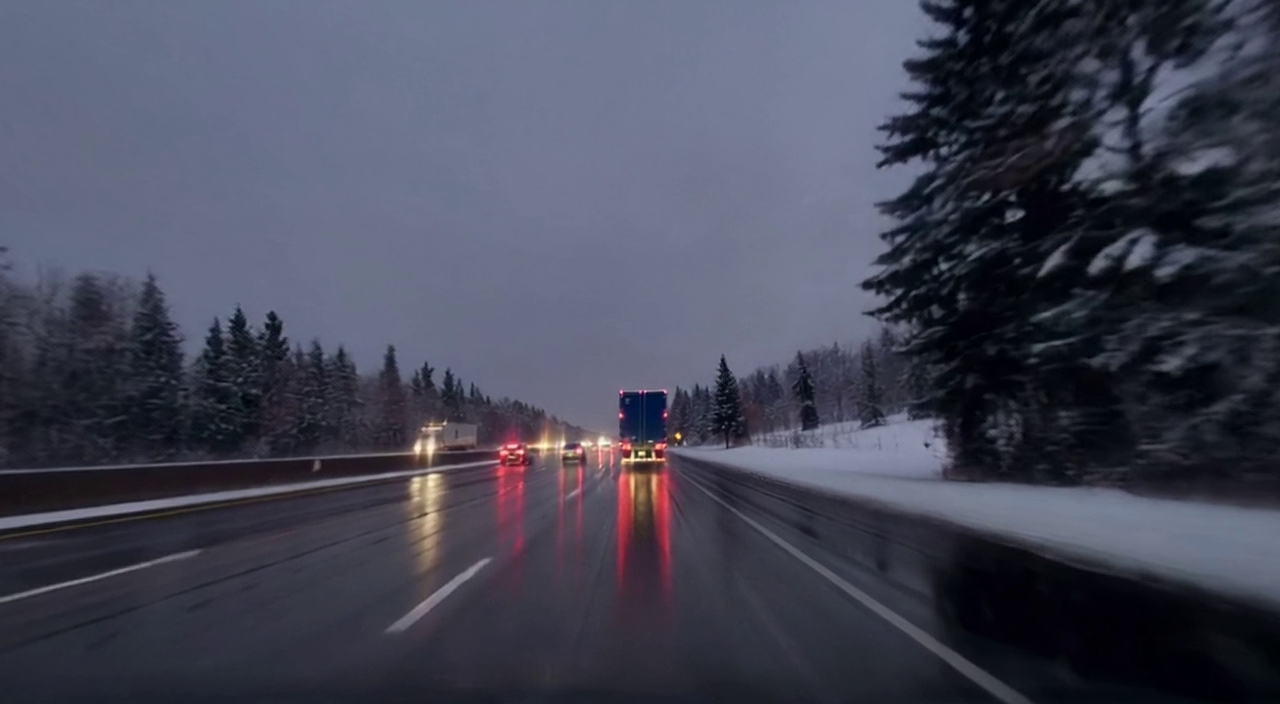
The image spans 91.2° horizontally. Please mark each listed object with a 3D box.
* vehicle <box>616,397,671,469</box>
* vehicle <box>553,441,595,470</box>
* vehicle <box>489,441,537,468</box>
[{"bbox_3d":[0.168,5.498,41.387,3.123,4.094,10.812,0,-9,0],"label":"vehicle"},{"bbox_3d":[-3.722,5.932,36.083,2.006,1.572,4.082,0,-9,0],"label":"vehicle"},{"bbox_3d":[-7.781,6.347,38.909,1.968,1.507,4.673,0,-9,0],"label":"vehicle"}]
